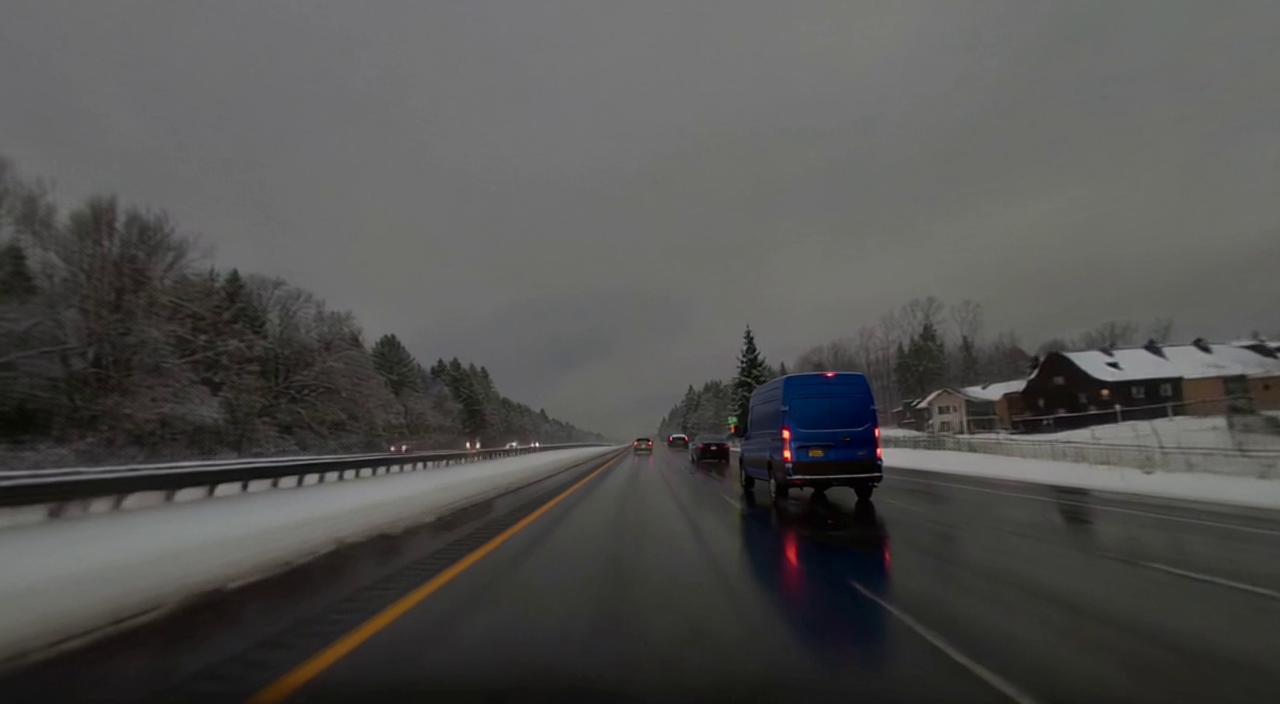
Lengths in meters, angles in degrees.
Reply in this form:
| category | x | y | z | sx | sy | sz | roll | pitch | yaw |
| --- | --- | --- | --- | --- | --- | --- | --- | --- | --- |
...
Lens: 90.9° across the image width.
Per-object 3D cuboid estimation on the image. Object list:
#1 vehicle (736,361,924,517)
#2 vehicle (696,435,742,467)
| category | x | y | z | sx | sy | sz | roll | pitch | yaw |
| --- | --- | --- | --- | --- | --- | --- | --- | --- | --- |
| vehicle | 3.696 | 1.911 | 13.816 | 2.302 | 2.670 | 5.912 | 0 | -8 | 1 |
| vehicle | 4.427 | 5.624 | 35.940 | 2.034 | 1.651 | 4.342 | 0 | -8 | -1 |
